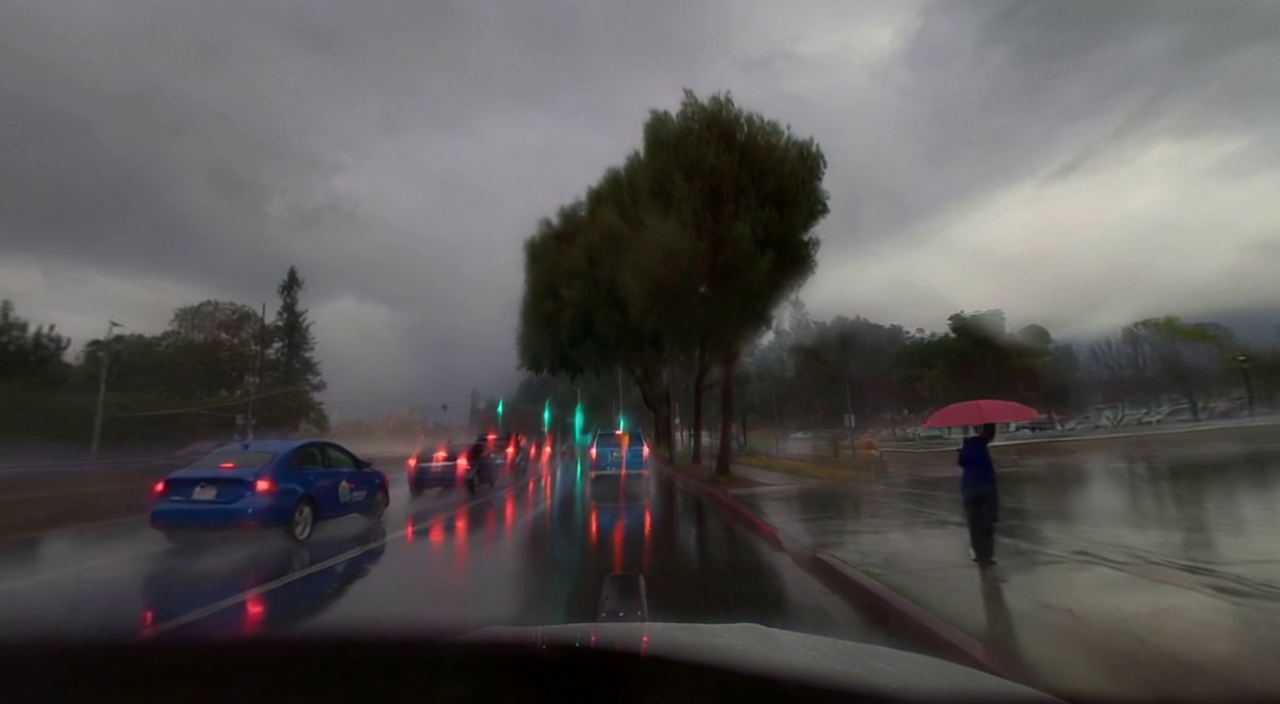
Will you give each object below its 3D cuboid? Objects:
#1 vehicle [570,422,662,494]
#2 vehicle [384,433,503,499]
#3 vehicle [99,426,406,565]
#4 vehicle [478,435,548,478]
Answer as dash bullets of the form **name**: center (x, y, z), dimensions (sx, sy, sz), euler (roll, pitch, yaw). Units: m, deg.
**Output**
- **vehicle**: center (-0.692, 3.069, 18.590), dimensions (2.368, 1.829, 4.293), euler (0, -9, -2)
- **vehicle**: center (-5.536, 3.267, 18.491), dimensions (2.010, 1.674, 4.484), euler (0, -9, 1)
- **vehicle**: center (-5.367, 2.010, 9.602), dimensions (2.069, 1.616, 4.108), euler (0, -9, -1)
- **vehicle**: center (-5.590, 4.670, 28.473), dimensions (2.188, 1.774, 4.477), euler (0, -9, 0)
